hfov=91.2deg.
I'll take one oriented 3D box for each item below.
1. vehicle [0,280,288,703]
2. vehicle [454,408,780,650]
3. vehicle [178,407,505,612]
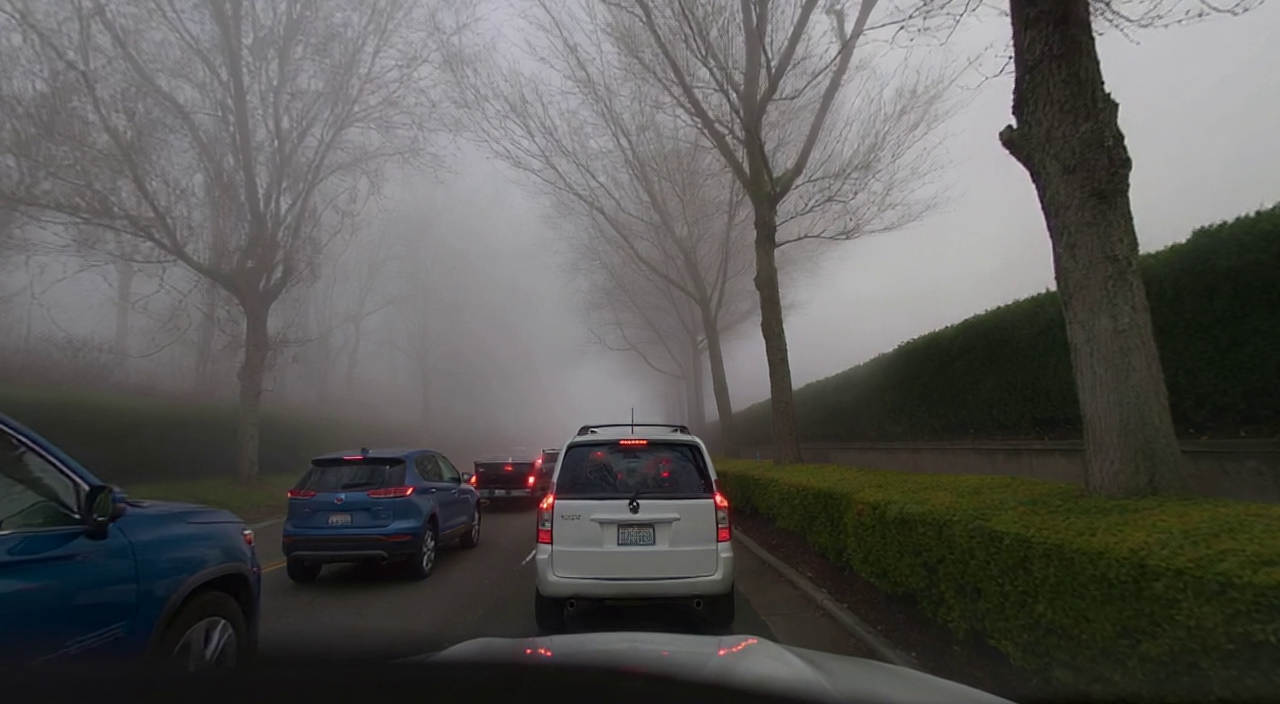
[{"bbox_3d":[-3.282,0.671,1.265,2.205,1.913,5.327,-6,-8,-2],"label":"vehicle"},{"bbox_3d":[-0.177,1.489,6.240,2.154,1.581,4.007,0,-9,-1],"label":"vehicle"},{"bbox_3d":[-3.403,1.841,8.304,2.256,1.728,4.421,-6,-8,-2],"label":"vehicle"}]
